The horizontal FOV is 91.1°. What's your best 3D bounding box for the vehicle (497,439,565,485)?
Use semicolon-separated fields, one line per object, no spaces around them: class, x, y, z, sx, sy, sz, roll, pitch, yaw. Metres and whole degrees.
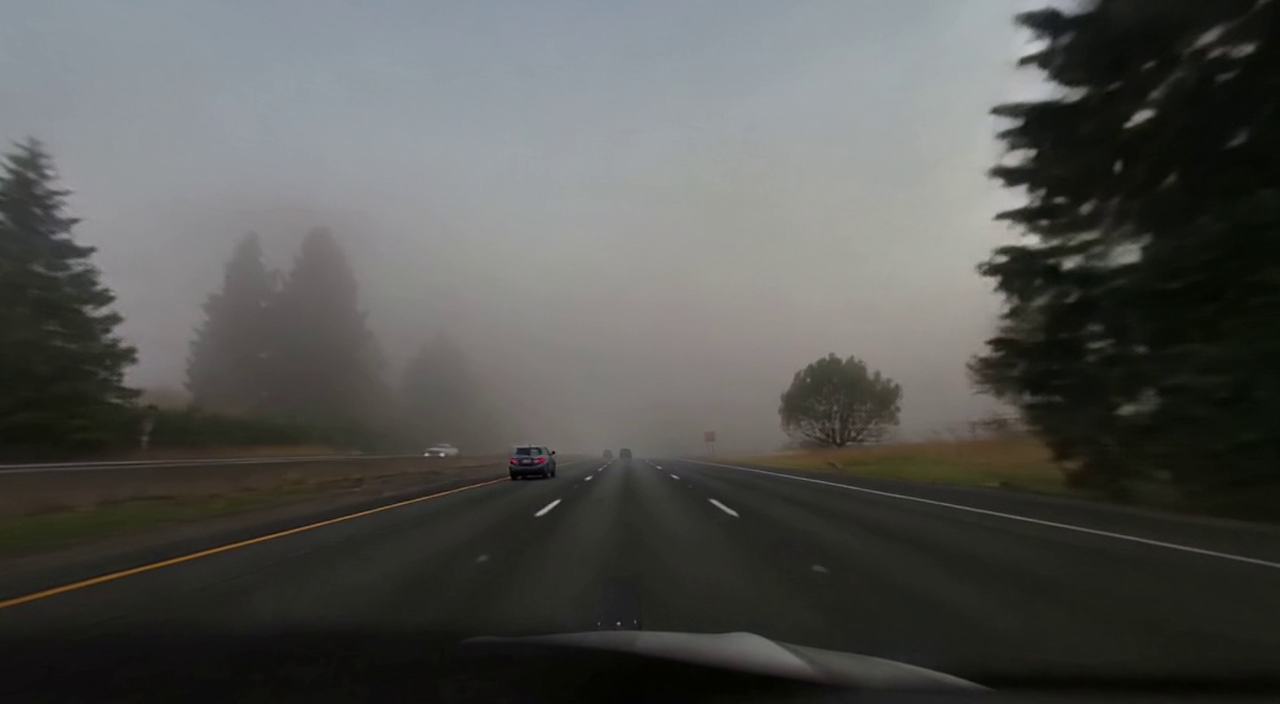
vehicle;-4.498;4.608;26.593;2.111;1.717;4.426;0;-9;-1
